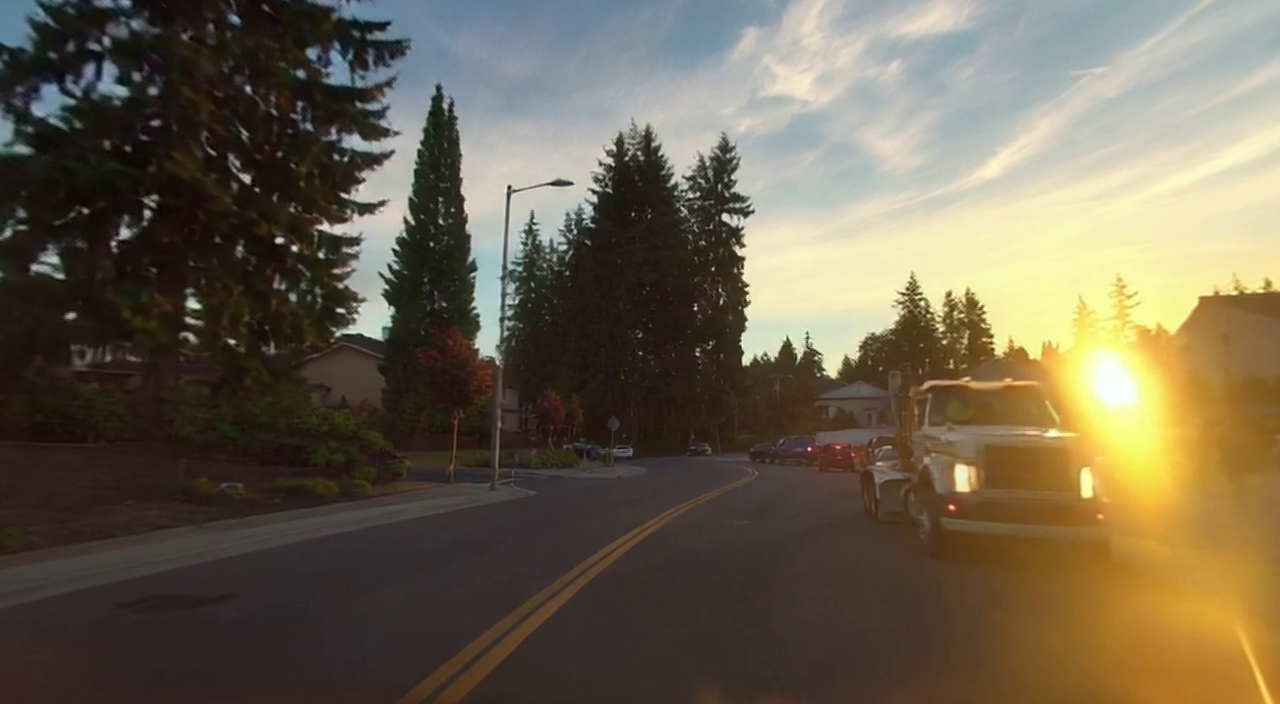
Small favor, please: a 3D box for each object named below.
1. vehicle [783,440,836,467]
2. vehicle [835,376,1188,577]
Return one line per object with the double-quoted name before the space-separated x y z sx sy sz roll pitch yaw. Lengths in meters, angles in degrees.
"vehicle" 11.582 6.975 43.439 1.967 1.698 4.649 1 -9 -5
"vehicle" 4.941 1.851 10.288 2.874 2.021 7.293 -3 -9 14
